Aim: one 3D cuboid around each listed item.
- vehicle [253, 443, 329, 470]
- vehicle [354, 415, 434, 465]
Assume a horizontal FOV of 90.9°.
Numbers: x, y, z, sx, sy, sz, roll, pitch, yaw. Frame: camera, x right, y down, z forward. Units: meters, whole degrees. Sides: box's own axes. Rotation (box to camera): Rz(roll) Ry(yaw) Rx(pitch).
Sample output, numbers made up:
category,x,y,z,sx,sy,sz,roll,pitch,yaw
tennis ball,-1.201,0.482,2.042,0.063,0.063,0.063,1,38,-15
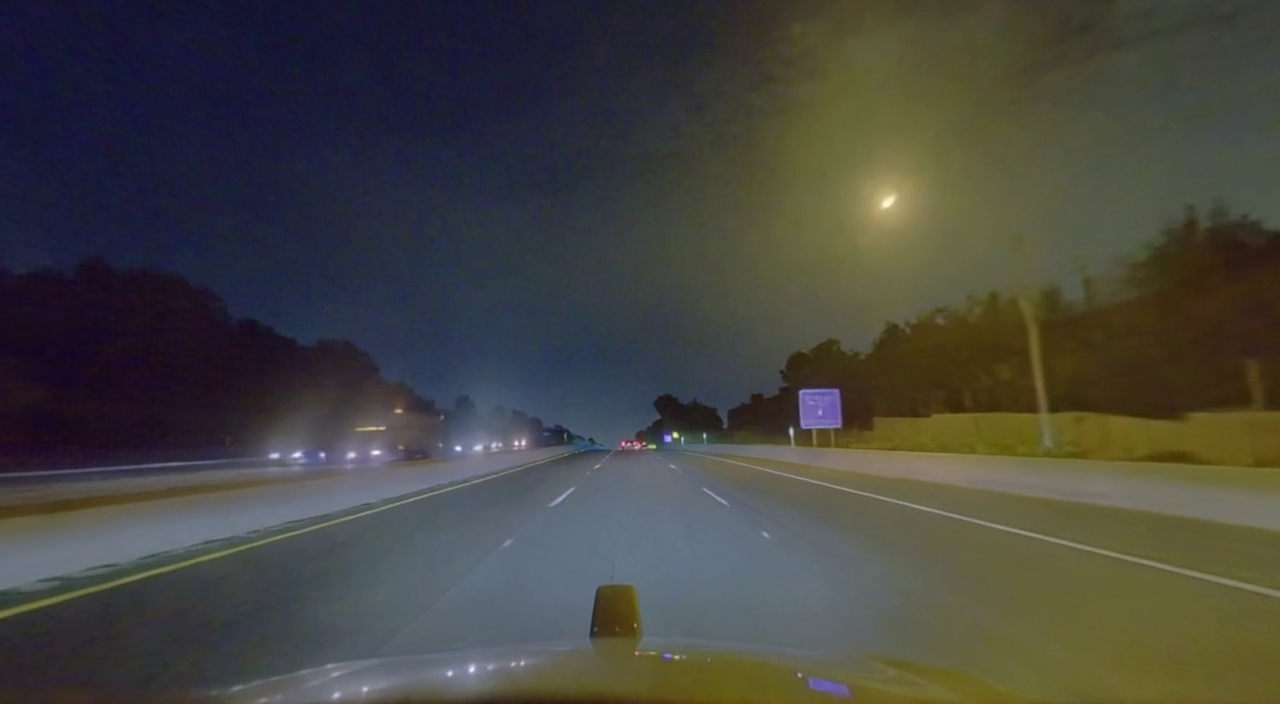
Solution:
category,x,y,z,sx,sy,sz,roll,pitch,yaw
vehicle,-20.305,6.051,36.908,1.961,1.430,4.442,0,-8,0
vehicle,-16.541,5.951,42.966,2.477,3.099,7.368,0,-8,0
